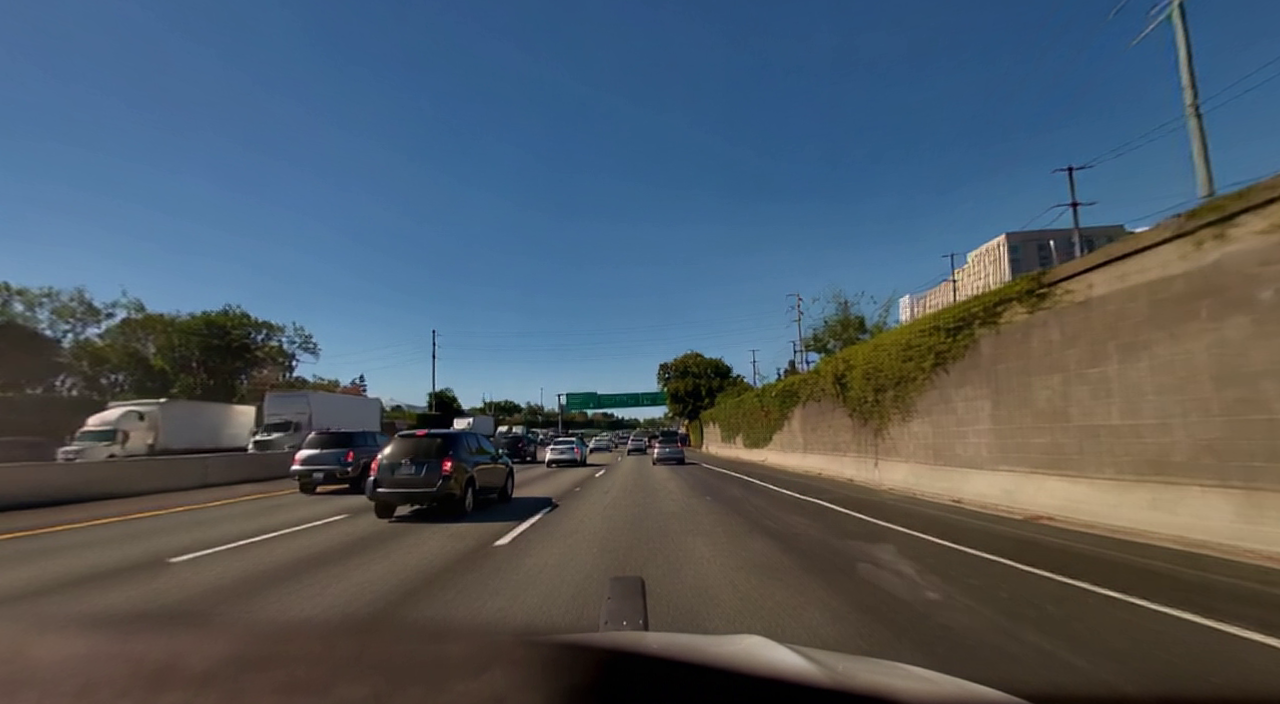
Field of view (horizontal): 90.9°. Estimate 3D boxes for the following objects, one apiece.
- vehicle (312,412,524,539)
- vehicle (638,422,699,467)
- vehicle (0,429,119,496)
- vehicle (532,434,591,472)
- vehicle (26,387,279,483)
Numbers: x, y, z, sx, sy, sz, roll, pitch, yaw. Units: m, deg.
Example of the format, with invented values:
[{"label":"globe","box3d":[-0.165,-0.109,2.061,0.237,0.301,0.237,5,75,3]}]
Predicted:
[{"label":"vehicle","box3d":[-3.500,2.020,11.044,2.026,1.719,4.490,-1,-8,1]},{"label":"vehicle","box3d":[1.360,4.904,33.516,2.793,2.132,5.682,-1,-8,-1]},{"label":"vehicle","box3d":[-16.077,2.766,15.886,1.848,1.574,4.688,-1,-8,1]},{"label":"vehicle","box3d":[-3.504,4.583,28.947,2.049,1.530,4.707,-1,-8,1]},{"label":"vehicle","box3d":[-19.851,3.566,26.932,2.980,3.309,9.603,-1,-8,1]}]
